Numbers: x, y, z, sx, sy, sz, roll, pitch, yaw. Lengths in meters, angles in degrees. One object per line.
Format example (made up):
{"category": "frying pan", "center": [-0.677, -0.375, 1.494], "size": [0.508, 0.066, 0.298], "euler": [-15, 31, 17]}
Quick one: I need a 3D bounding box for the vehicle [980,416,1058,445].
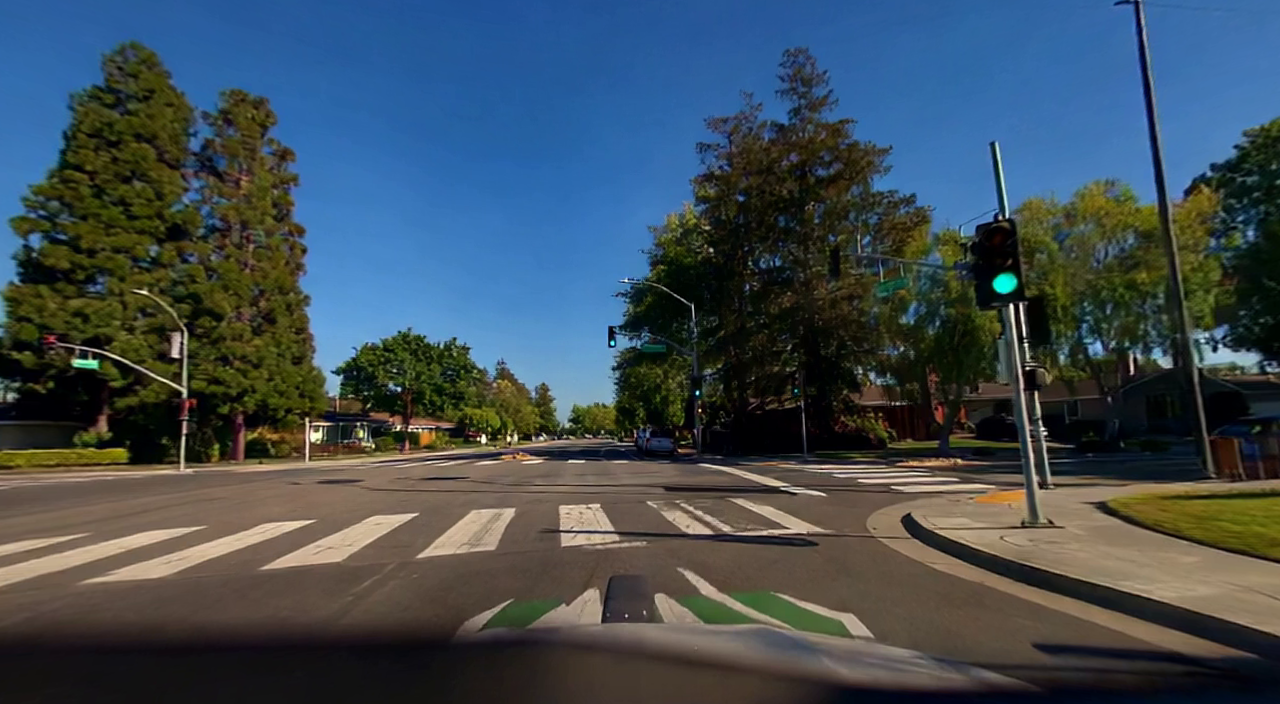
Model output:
{"category": "vehicle", "center": [24.457, 5.147, 40.870], "size": [2.028, 1.595, 4.554], "euler": [1, -10, -3]}

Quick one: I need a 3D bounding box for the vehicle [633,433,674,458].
{"category": "vehicle", "center": [0.764, 5.842, 39.486], "size": [2.149, 1.507, 4.160], "euler": [1, -8, -5]}
